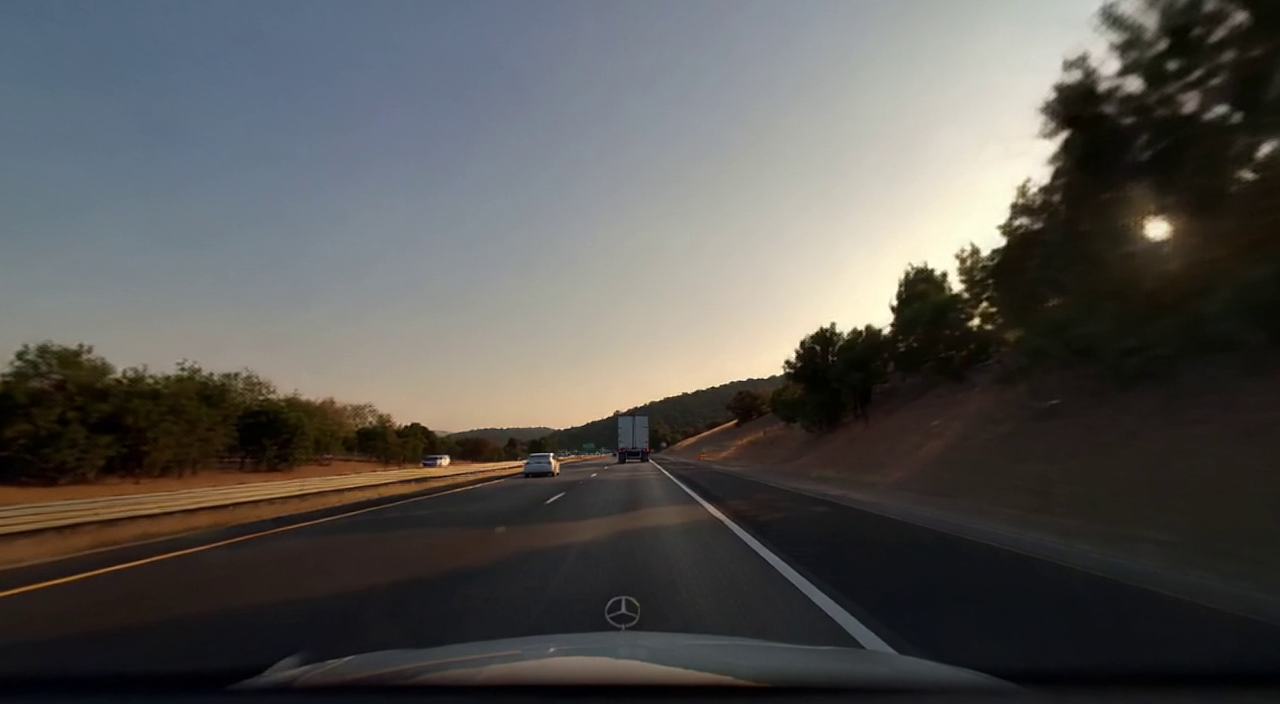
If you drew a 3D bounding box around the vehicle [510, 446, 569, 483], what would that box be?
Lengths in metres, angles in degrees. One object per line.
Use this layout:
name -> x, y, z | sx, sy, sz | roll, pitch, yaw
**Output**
vehicle -> -4.424, 5.019, 28.438 | 1.978, 1.507, 4.062 | 0, -9, 1
